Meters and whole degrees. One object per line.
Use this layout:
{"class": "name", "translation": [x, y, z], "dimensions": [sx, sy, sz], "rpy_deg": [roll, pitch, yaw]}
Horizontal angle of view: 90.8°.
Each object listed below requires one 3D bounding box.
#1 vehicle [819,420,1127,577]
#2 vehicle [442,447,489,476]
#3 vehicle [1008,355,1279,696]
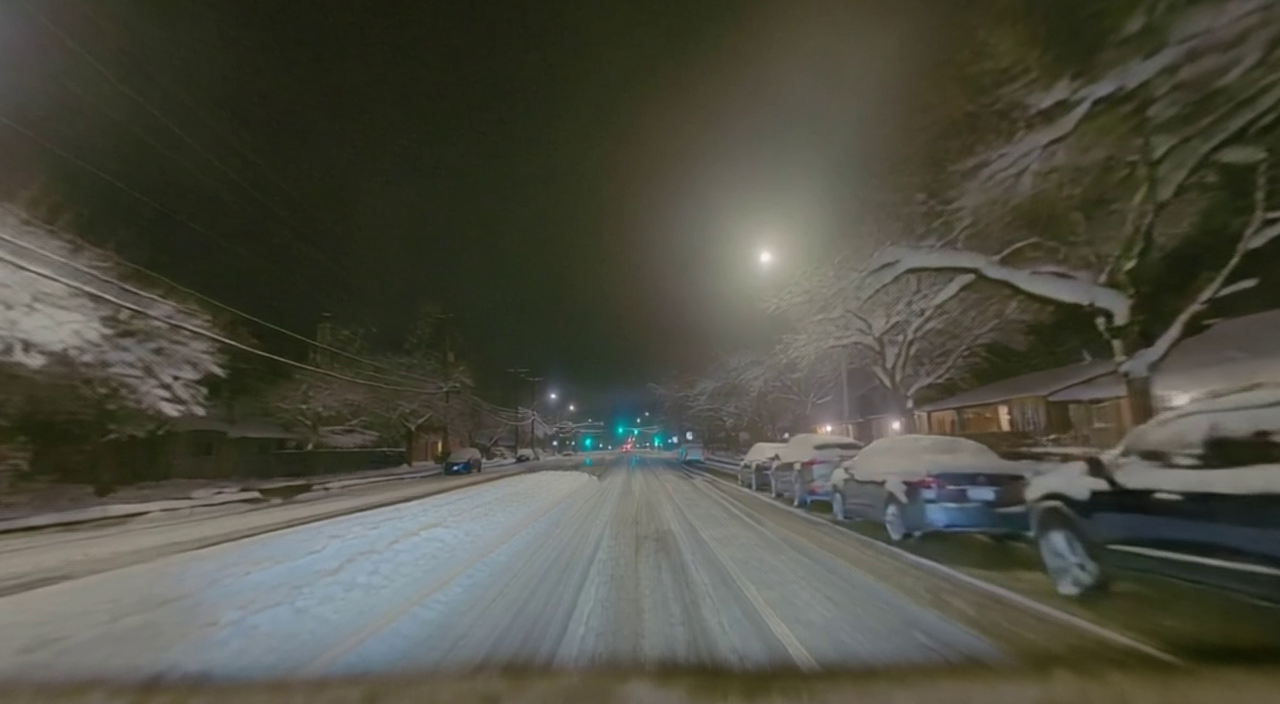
{"class": "vehicle", "translation": [4.575, 2.079, 9.963], "dimensions": [1.917, 1.664, 5.490], "rpy_deg": [3, -9, 0]}
{"class": "vehicle", "translation": [-12.487, 7.820, 45.482], "dimensions": [2.034, 1.646, 4.808], "rpy_deg": [-5, -7, -2]}
{"class": "vehicle", "translation": [4.524, 0.949, 3.360], "dimensions": [2.074, 1.838, 5.402], "rpy_deg": [1, -8, 3]}
